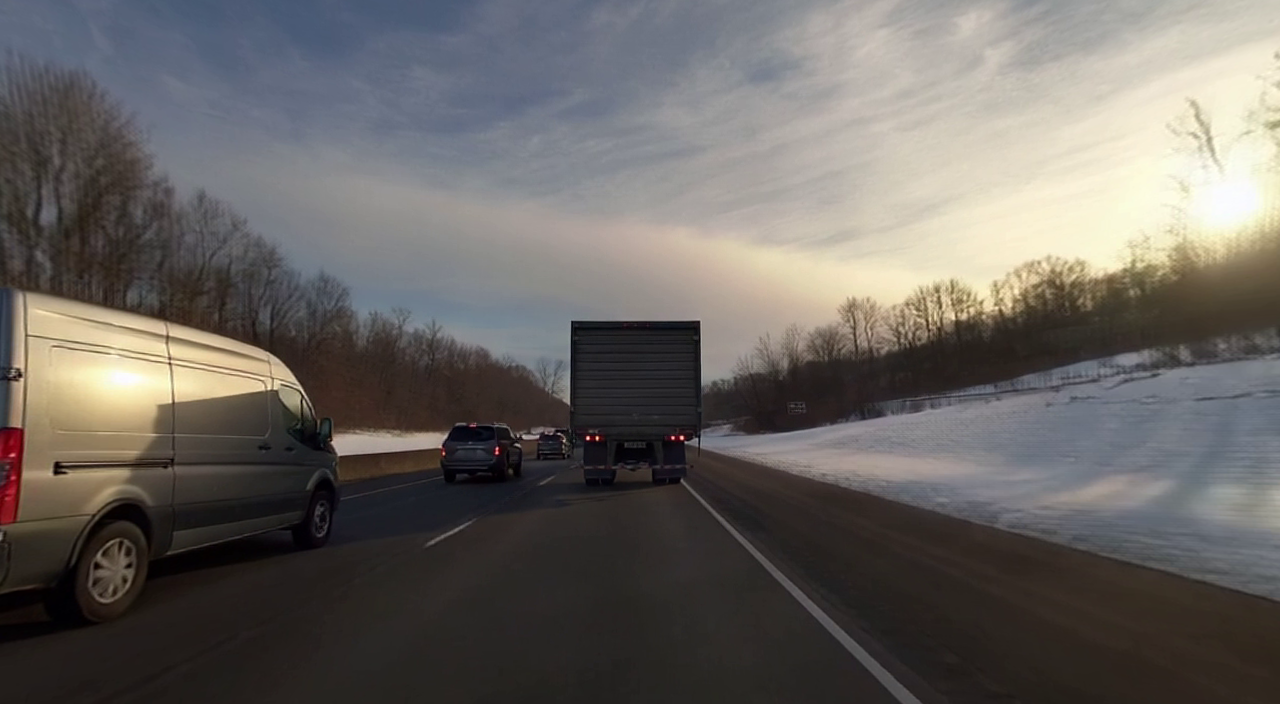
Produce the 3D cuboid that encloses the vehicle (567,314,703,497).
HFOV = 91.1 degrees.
[{"bbox_3d":[-0.212,1.826,18.913,2.953,4.041,10.072,0,-8,-1],"label":"vehicle"}]

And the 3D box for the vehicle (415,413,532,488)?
[{"bbox_3d":[-4.859,2.949,19.252,2.168,1.985,4.952,0,-8,0],"label":"vehicle"}]

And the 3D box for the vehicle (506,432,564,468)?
[{"bbox_3d":[-4.848,4.574,29.652,1.931,1.539,4.441,0,-8,0],"label":"vehicle"}]

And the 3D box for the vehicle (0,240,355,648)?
[{"bbox_3d":[-5.246,0.858,6.020,2.478,2.515,5.438,0,-8,-1],"label":"vehicle"}]
